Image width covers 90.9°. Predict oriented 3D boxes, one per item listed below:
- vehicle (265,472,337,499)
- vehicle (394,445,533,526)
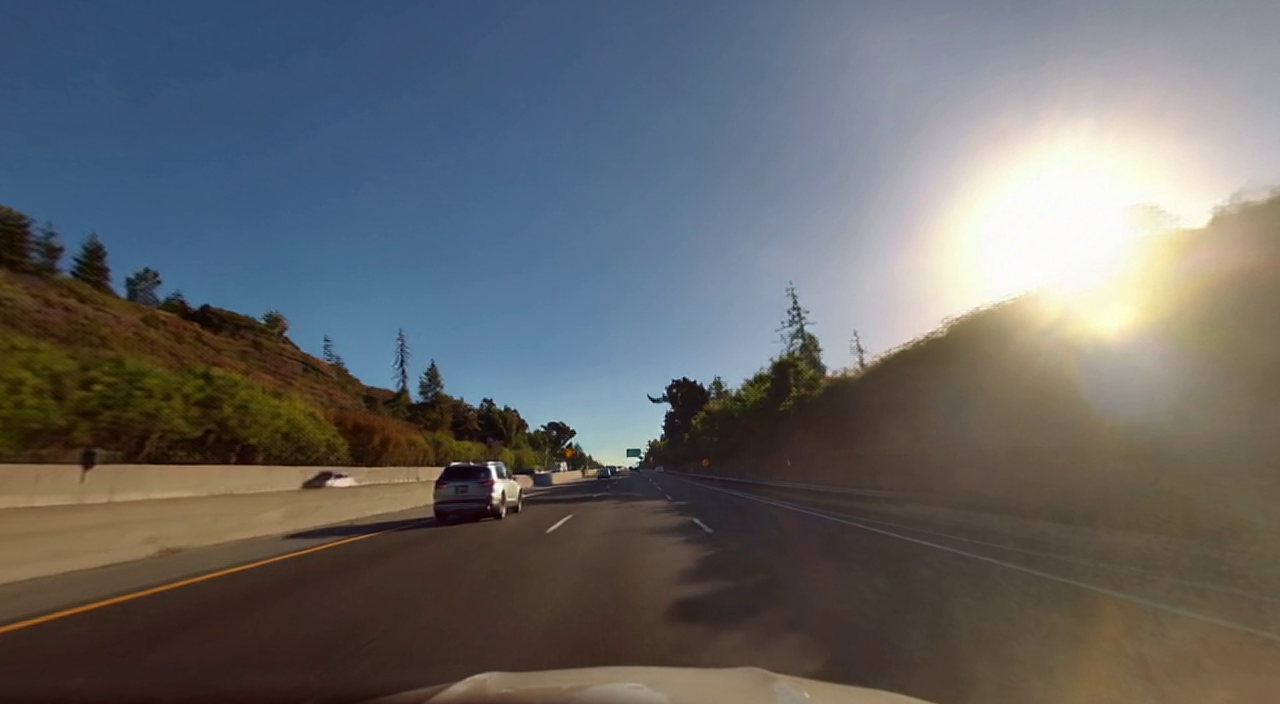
[{"bbox_3d":[-20.492,8.068,38.282,2.001,1.506,4.156,1,-10,1],"label":"vehicle"},{"bbox_3d":[-4.322,3.407,16.428,2.178,1.736,4.847,1,-10,0],"label":"vehicle"}]
